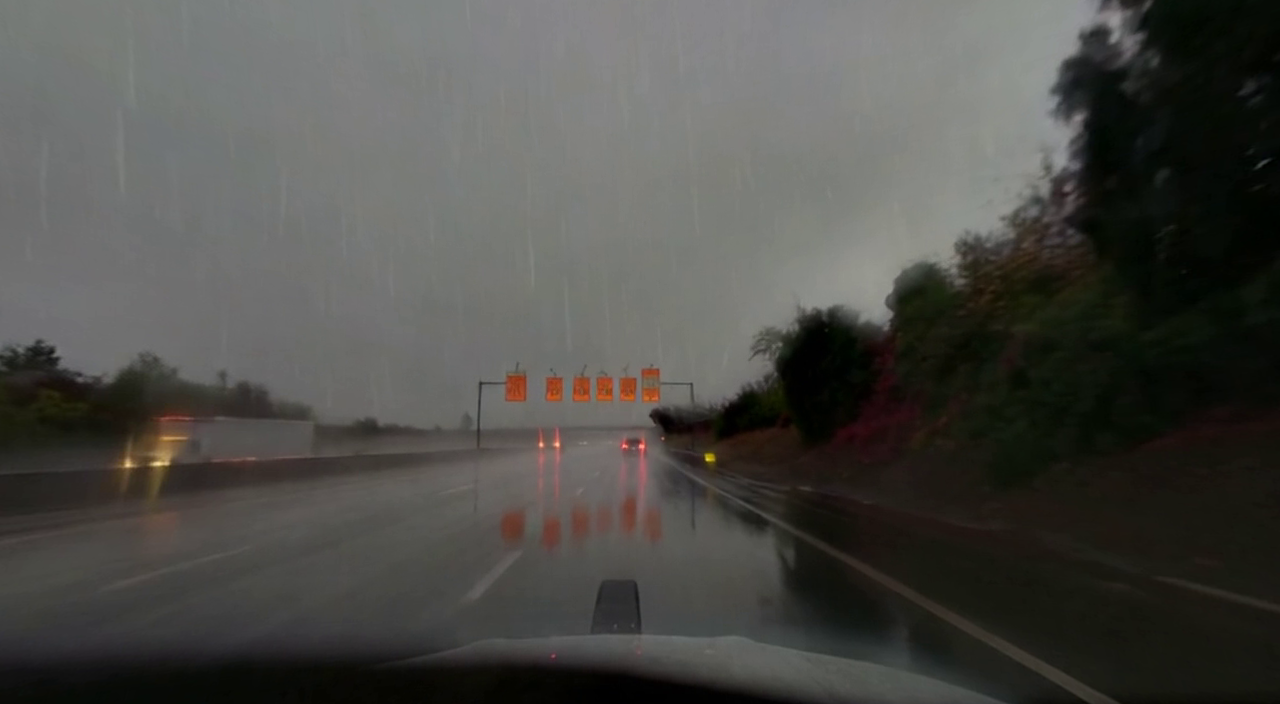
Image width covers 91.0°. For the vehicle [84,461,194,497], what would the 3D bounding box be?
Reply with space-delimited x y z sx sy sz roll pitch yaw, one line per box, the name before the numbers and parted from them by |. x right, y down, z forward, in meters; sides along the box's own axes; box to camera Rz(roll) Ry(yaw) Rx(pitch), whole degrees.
vehicle | -23.394 5.919 29.623 1.823 1.417 4.137 -1 -8 -1

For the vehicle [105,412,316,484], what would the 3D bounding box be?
vehicle | -28.031 6.503 43.256 2.884 3.901 17.249 0 -8 -1
